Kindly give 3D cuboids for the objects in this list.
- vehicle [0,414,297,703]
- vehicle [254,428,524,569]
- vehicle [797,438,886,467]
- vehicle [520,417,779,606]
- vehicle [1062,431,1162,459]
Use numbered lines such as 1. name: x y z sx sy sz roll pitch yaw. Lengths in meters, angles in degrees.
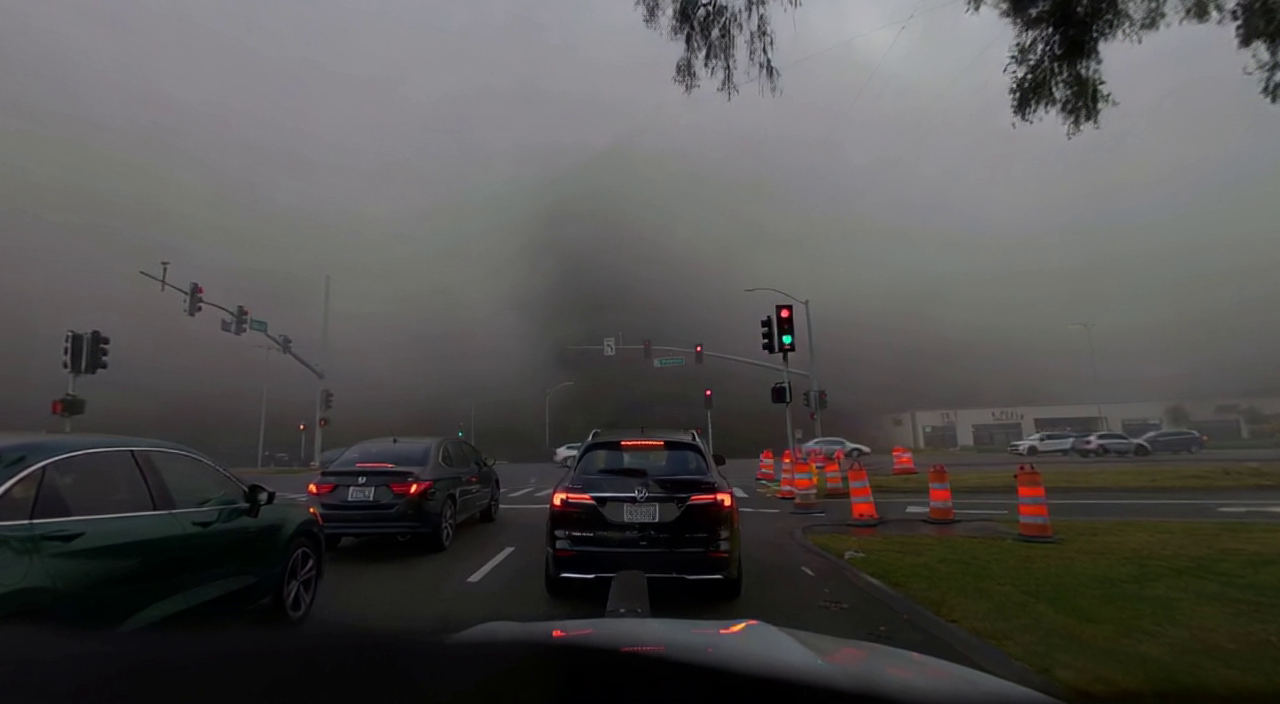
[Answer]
1. vehicle: -3.578 0.944 2.154 2.064 1.497 4.722 0 -9 1
2. vehicle: -3.263 1.997 9.456 1.989 1.541 4.626 0 -9 2
3. vehicle: 12.872 6.444 40.462 5.002 1.768 2.065 0 -9 2
4. vehicle: 0.120 1.622 7.214 2.167 1.560 3.676 0 -9 1
5. vehicle: 30.433 6.023 40.708 4.827 1.729 1.986 0 -9 1
